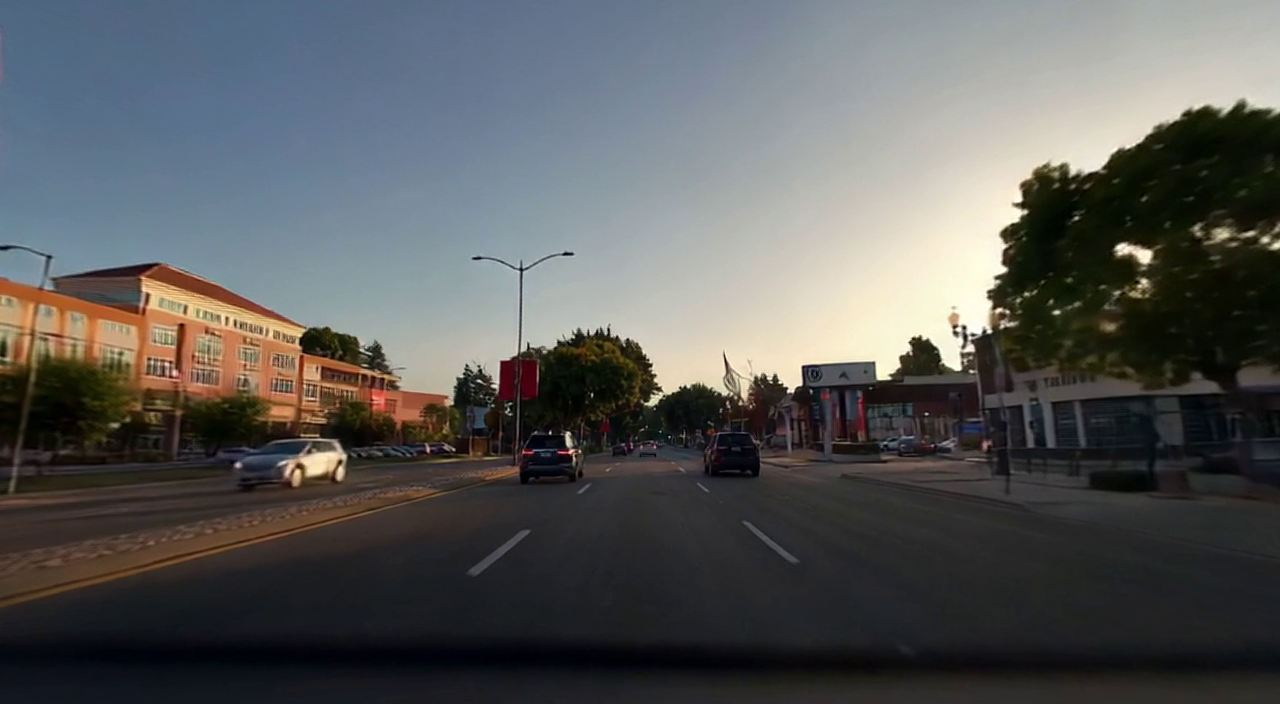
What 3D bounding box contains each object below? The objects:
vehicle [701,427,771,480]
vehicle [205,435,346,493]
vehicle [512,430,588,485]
[{"bbox_3d":[3.713,4.018,25.080,2.024,1.921,4.431,0,-9,-1],"label":"vehicle"},{"bbox_3d":[-12.104,3.725,21.288,2.023,1.729,4.478,0,-9,0],"label":"vehicle"},{"bbox_3d":[-3.117,3.769,22.724,2.014,1.775,4.404,0,-9,1],"label":"vehicle"}]
